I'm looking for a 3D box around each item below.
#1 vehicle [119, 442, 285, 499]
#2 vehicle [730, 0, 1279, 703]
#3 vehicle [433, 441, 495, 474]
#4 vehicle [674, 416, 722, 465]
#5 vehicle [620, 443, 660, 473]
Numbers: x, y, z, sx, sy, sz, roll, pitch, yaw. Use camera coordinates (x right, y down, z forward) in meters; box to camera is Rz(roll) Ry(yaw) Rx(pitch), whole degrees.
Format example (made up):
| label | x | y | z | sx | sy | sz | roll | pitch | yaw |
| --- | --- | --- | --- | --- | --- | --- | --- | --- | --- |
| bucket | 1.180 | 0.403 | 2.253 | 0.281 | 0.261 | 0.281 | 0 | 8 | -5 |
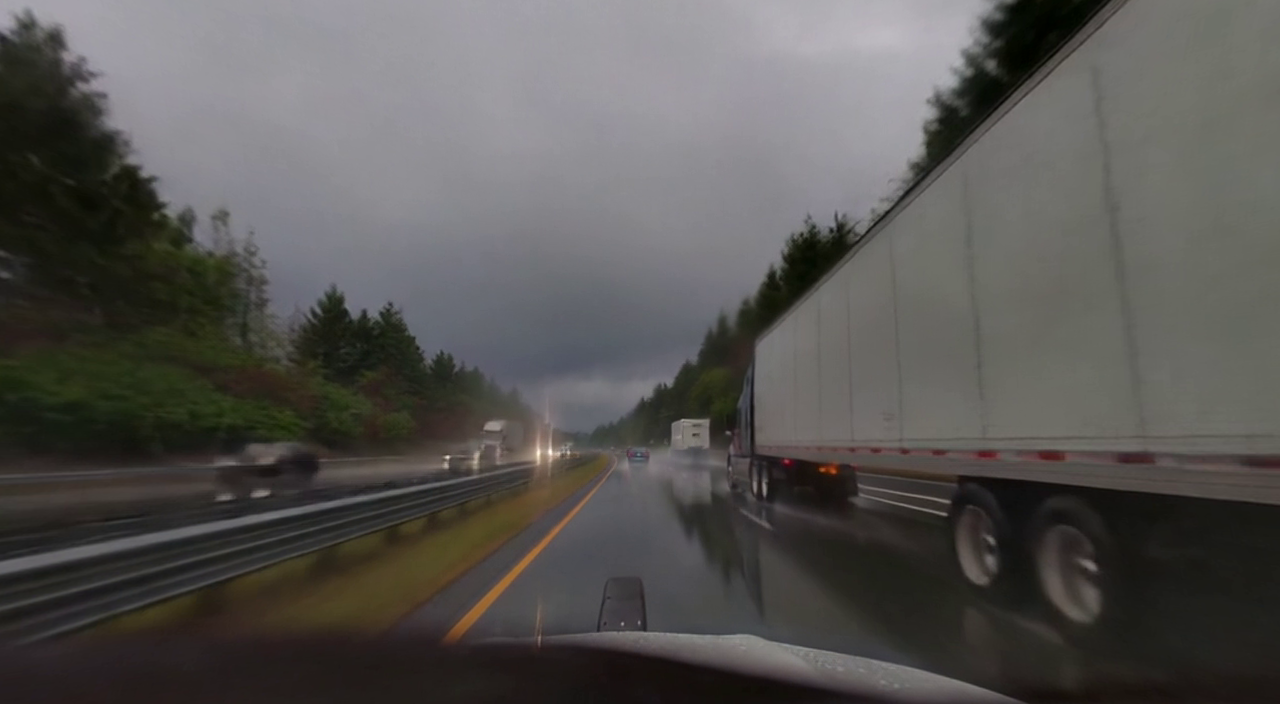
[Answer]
| label | x | y | z | sx | sy | sz | roll | pitch | yaw |
| --- | --- | --- | --- | --- | --- | --- | --- | --- | --- |
| vehicle | -13.085 | 3.542 | 19.263 | 1.827 | 1.507 | 4.508 | 0 | -9 | 0 |
| vehicle | 3.820 | 0.566 | 8.553 | 2.883 | 4.057 | 14.579 | 0 | -9 | -1 |
| vehicle | -8.922 | 5.398 | 32.306 | 2.027 | 1.574 | 3.990 | 0 | -9 | 0 |
| vehicle | 4.010 | 6.386 | 45.116 | 2.684 | 3.263 | 5.865 | 0 | -9 | -2 |
| vehicle | -0.030 | 5.750 | 34.408 | 2.051 | 1.513 | 4.511 | 0 | -9 | 0 |
